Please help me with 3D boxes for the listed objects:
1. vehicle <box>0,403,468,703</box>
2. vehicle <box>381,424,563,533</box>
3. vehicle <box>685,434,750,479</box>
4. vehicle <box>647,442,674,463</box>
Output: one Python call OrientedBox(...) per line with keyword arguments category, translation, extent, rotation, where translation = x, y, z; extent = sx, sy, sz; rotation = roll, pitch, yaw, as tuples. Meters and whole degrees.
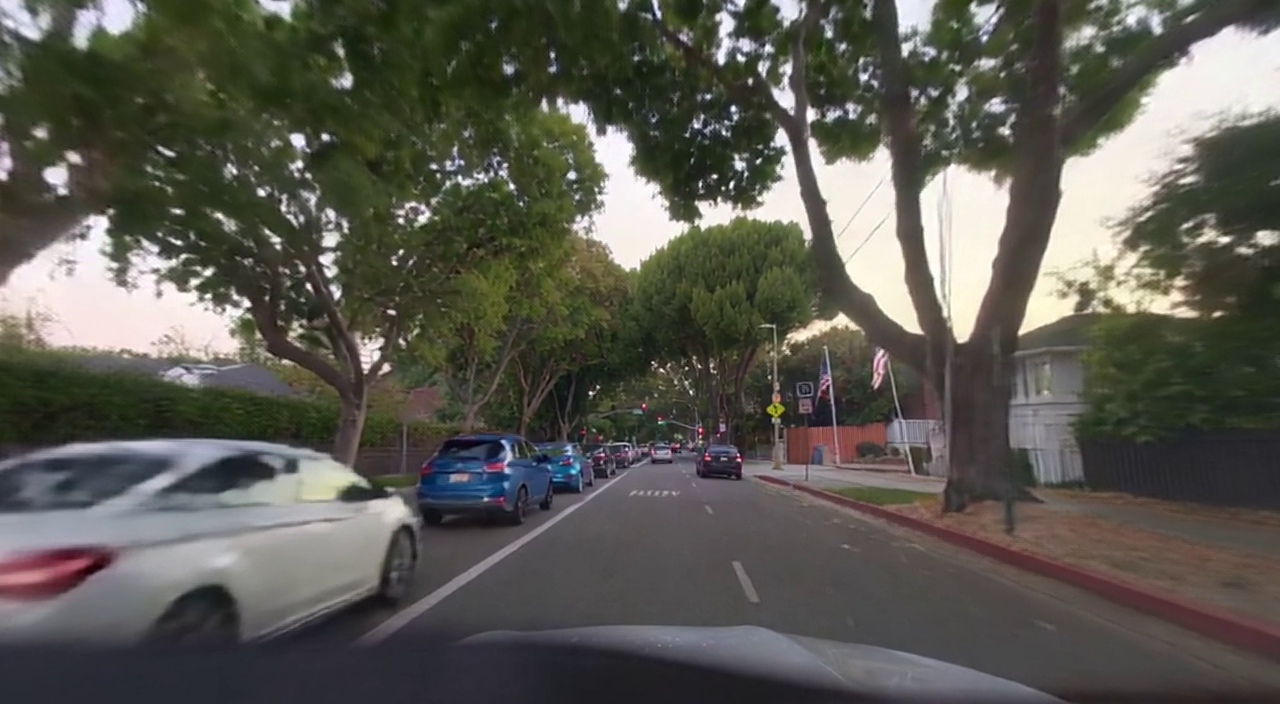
OrientedBox(category="vehicle", translation=(-2.762, 1.228, 4.323), extent=(1.807, 1.475, 3.952), rotation=(-1, -9, 4))
OrientedBox(category="vehicle", translation=(-2.842, 2.273, 11.936), extent=(1.971, 1.639, 4.487), rotation=(-1, -9, 3))
OrientedBox(category="vehicle", translation=(3.131, 4.353, 26.564), extent=(2.258, 1.682, 4.635), rotation=(0, -9, 1))
OrientedBox(category="vehicle", translation=(1.531, 7.407, 46.632), extent=(1.927, 1.453, 3.848), rotation=(-1, -9, 3))
